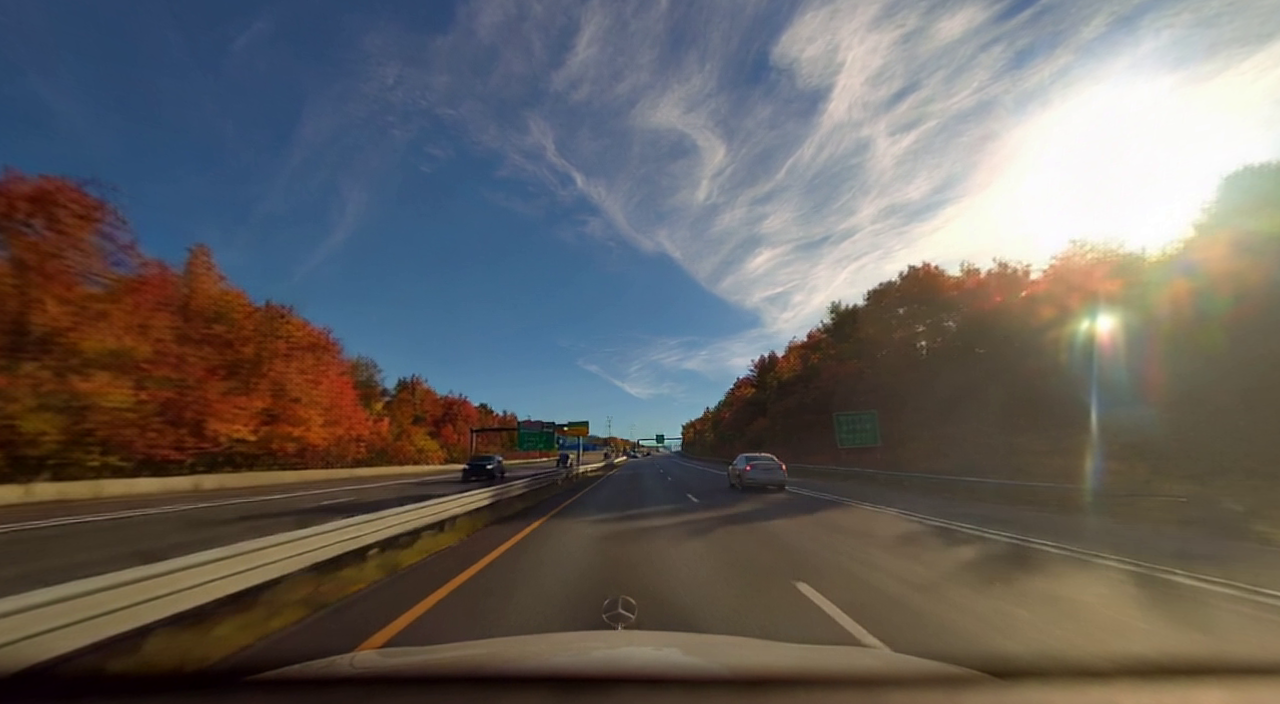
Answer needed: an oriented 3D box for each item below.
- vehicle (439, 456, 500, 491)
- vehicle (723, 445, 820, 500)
[{"bbox_3d":[-8.375,6.000,31.180,1.917,1.535,4.086,0,-9,0],"label":"vehicle"},{"bbox_3d":[4.108,3.858,20.435,2.070,1.546,4.648,0,-9,-1],"label":"vehicle"}]
